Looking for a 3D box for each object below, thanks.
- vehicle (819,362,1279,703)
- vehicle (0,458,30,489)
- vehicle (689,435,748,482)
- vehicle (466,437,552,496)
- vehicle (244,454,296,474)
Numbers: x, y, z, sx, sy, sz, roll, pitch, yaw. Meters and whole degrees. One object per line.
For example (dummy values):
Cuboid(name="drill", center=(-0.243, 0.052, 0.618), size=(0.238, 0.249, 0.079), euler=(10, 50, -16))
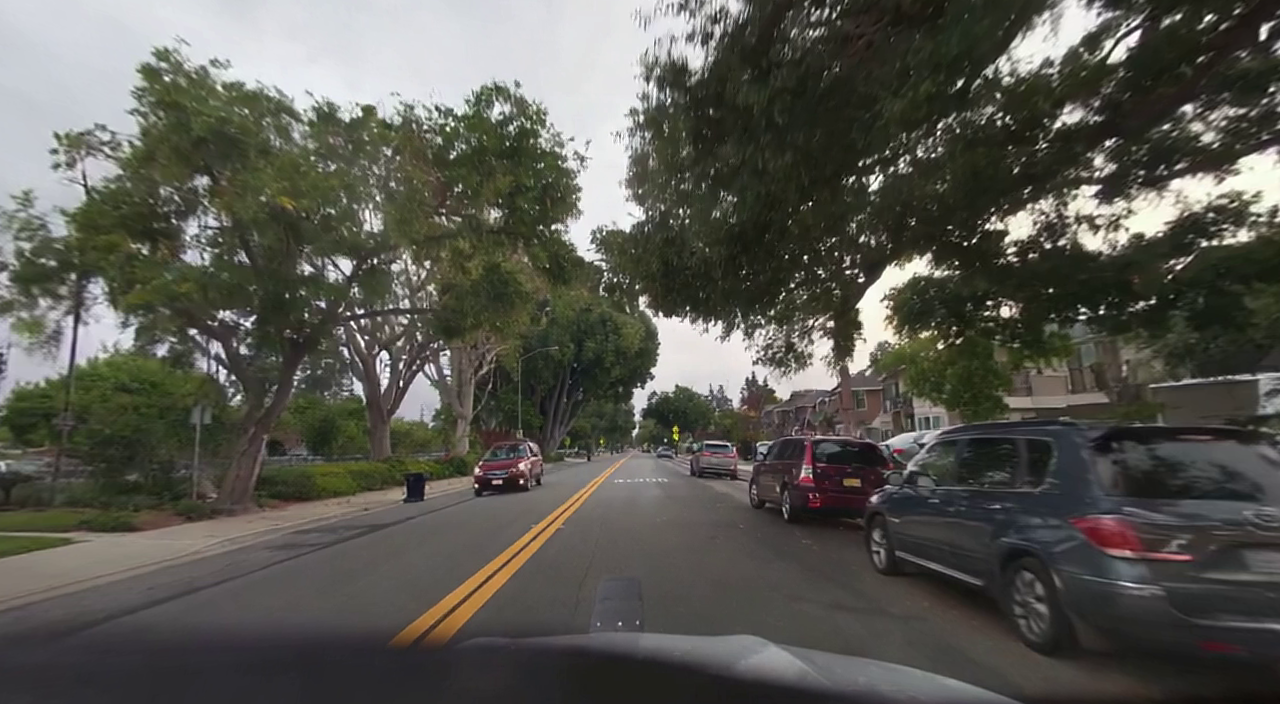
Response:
Cuboid(name="vehicle", center=(3.367, 1.273, 5.427), size=(2.137, 1.761, 4.697), euler=(0, -9, -2))
Cuboid(name="vehicle", center=(-35.787, 6.862, 35.520), size=(3.883, 1.505, 1.825), euler=(-15, -17, 42))
Cuboid(name="vehicle", center=(3.435, 4.722, 28.195), size=(1.949, 1.807, 4.224), euler=(3, -9, -1))
Cuboid(name="vehicle", center=(-4.493, 3.985, 22.390), size=(2.074, 1.836, 4.365), euler=(-1, -9, 0))
Cuboid(name="vehicle", center=(-29.184, 8.776, 49.717), size=(4.558, 1.495, 1.925), euler=(-7, -11, 38))
